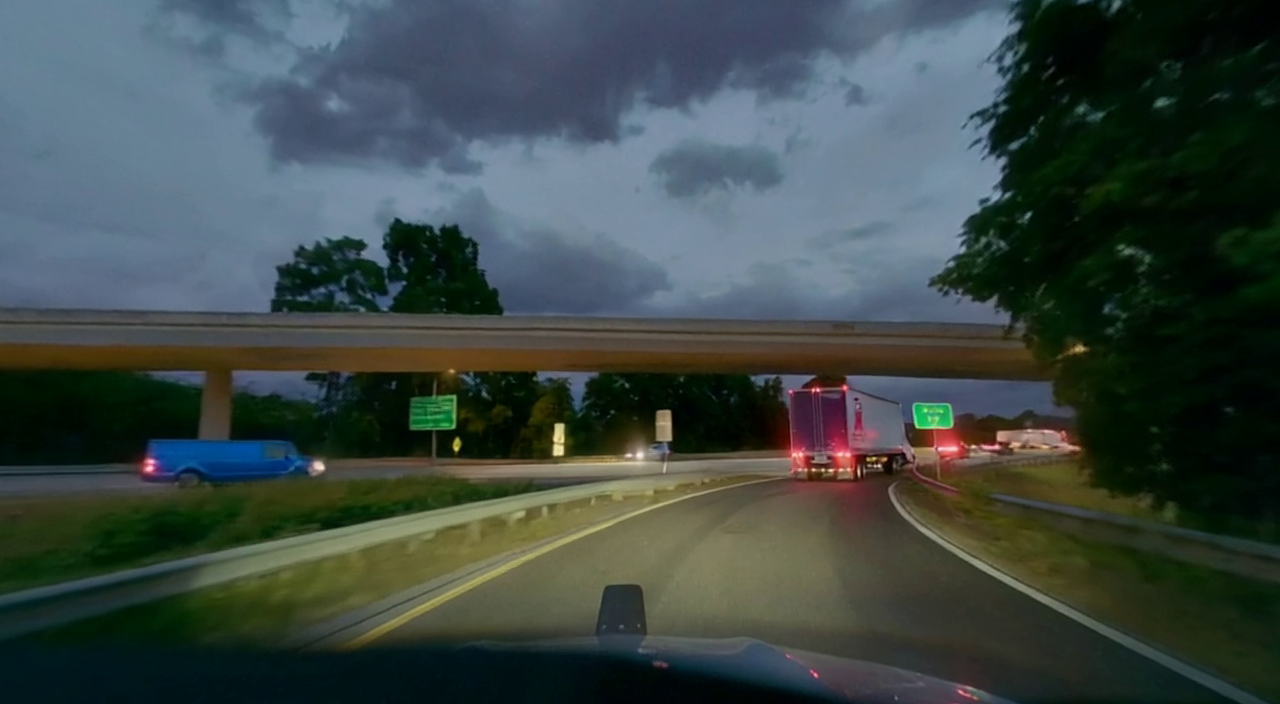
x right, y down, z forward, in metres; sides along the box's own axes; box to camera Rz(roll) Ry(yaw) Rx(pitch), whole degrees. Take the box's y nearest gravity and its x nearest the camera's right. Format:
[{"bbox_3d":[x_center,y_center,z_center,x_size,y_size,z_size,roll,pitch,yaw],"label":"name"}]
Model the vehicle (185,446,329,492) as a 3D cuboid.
[{"bbox_3d":[-13.446,4.062,22.216,4.024,1.444,1.940,7,-11,-38],"label":"vehicle"}]
